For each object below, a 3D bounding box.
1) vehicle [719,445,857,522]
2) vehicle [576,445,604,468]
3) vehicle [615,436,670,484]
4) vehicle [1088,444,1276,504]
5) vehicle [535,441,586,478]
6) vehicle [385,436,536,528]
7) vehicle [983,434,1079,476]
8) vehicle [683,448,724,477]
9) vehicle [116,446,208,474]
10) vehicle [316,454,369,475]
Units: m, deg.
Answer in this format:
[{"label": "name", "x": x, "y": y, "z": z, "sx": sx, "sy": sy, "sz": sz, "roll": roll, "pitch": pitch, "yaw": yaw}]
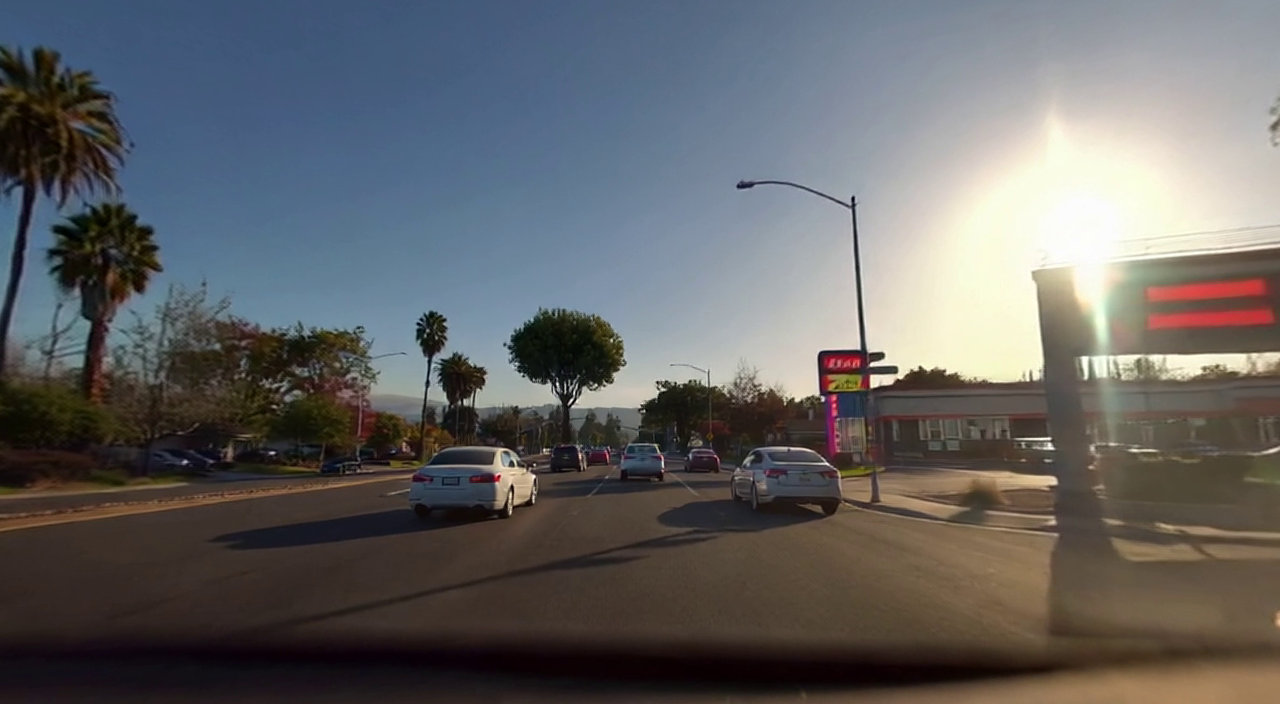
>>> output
[{"label": "vehicle", "x": 3.230, "y": 2.949, "z": 14.781, "sx": 1.977, "sy": 1.480, "sz": 4.589, "roll": 0, "pitch": -8, "yaw": -2}, {"label": "vehicle", "x": -3.834, "y": 8.066, "z": 48.830, "sx": 1.871, "sy": 1.673, "sz": 3.920, "roll": 0, "pitch": -8, "yaw": 1}, {"label": "vehicle", "x": 0.068, "y": 4.610, "z": 27.113, "sx": 2.164, "sy": 1.867, "sz": 4.254, "roll": 0, "pitch": -8, "yaw": -1}, {"label": "vehicle", "x": 14.232, "y": 3.178, "z": 16.837, "sx": 1.833, "sy": 1.392, "sz": 3.588, "roll": 0, "pitch": -8, "yaw": 1}, {"label": "vehicle", "x": -3.826, "y": 5.253, "z": 31.016, "sx": 1.932, "sy": 1.695, "sz": 4.235, "roll": 0, "pitch": -8, "yaw": 0}, {"label": "vehicle", "x": -3.339, "y": 2.478, "z": 12.637, "sx": 1.864, "sy": 1.505, "sz": 4.202, "roll": 0, "pitch": -8, "yaw": -1}, {"label": "vehicle", "x": 18.458, "y": 4.874, "z": 29.993, "sx": 1.905, "sy": 1.833, "sz": 4.347, "roll": 0, "pitch": -8, "yaw": 2}, {"label": "vehicle", "x": 3.558, "y": 6.268, "z": 35.962, "sx": 1.880, "sy": 1.476, "sz": 3.932, "roll": 0, "pitch": -8, "yaw": -1}, {"label": "vehicle", "x": -30.240, "y": 6.823, "z": 39.913, "sx": 4.123, "sy": 1.648, "sz": 2.053, "roll": 0, "pitch": -8, "yaw": 1}, {"label": "vehicle", "x": -22.675, "y": 8.595, "z": 48.139, "sx": 1.827, "sy": 1.441, "sz": 4.660, "roll": 0, "pitch": -8, "yaw": 0}]
